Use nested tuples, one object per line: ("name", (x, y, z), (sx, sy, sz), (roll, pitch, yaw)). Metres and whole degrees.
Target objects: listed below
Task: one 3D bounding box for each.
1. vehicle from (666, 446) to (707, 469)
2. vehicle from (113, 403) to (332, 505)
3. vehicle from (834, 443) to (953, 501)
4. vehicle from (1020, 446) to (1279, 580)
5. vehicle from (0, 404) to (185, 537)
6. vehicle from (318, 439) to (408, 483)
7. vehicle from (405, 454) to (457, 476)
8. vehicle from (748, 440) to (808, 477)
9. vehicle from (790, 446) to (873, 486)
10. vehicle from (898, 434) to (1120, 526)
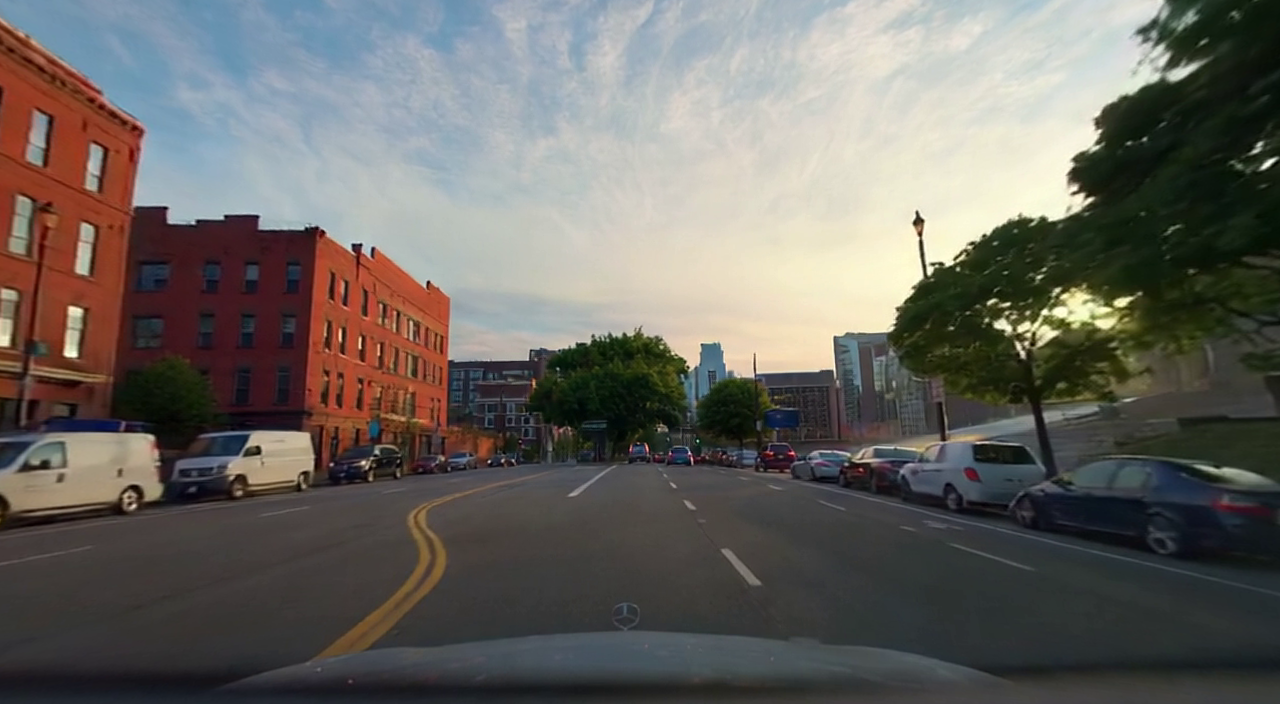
("vehicle", (3.066, 7.072, 42.576), (2.238, 1.499, 4.964), (0, -9, -2))
("vehicle", (-14.567, 3.651, 22.950), (3.047, 3.098, 6.783), (0, -9, 2))
("vehicle", (7.920, 3.780, 20.192), (2.054, 1.628, 3.841), (0, -9, -2))
("vehicle", (7.982, 2.149, 9.299), (1.817, 1.467, 4.644), (-1, -9, -1))
("vehicle", (-14.805, 2.738, 14.875), (2.719, 2.775, 6.724), (0, -9, 4))
("vehicle", (-14.303, 5.791, 33.039), (2.330, 2.013, 5.310), (0, -12, -1))
("vehicle", (-14.885, 8.032, 45.189), (1.953, 1.456, 4.690), (0, -9, 2))
("vehicle", (7.985, 6.229, 37.170), (2.305, 1.984, 5.002), (-1, -9, -1))
("vehicle", (7.869, 4.721, 26.477), (2.018, 1.489, 4.620), (-1, -9, 0))
("vehicle", (7.985, 2.806, 14.365), (2.174, 1.697, 4.520), (0, -9, -2))
